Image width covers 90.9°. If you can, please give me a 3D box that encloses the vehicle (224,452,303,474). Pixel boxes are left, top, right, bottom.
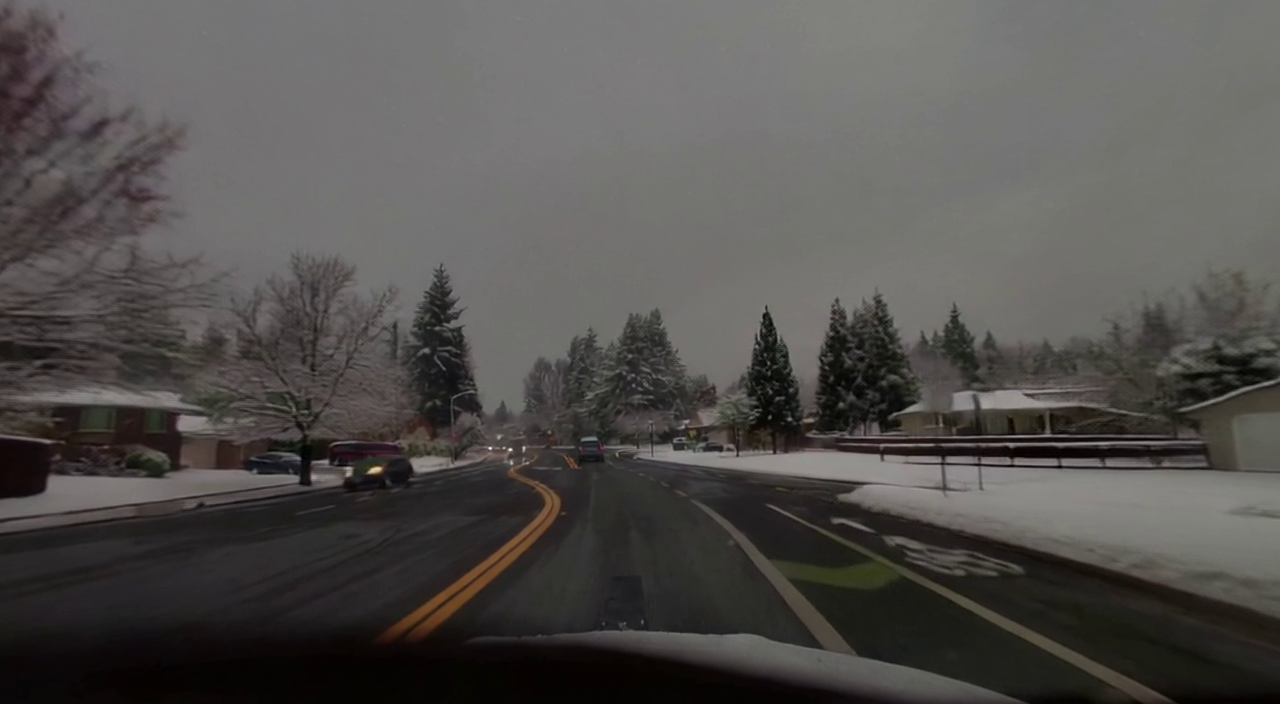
[{"bbox_3d":[-26.965,7.984,45.232,4.450,1.482,1.948,-1,-9,3],"label":"vehicle"}]

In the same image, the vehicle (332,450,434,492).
[{"bbox_3d":[-10.509,4.877,26.245,1.979,1.503,4.678,-2,-9,5],"label":"vehicle"}]
